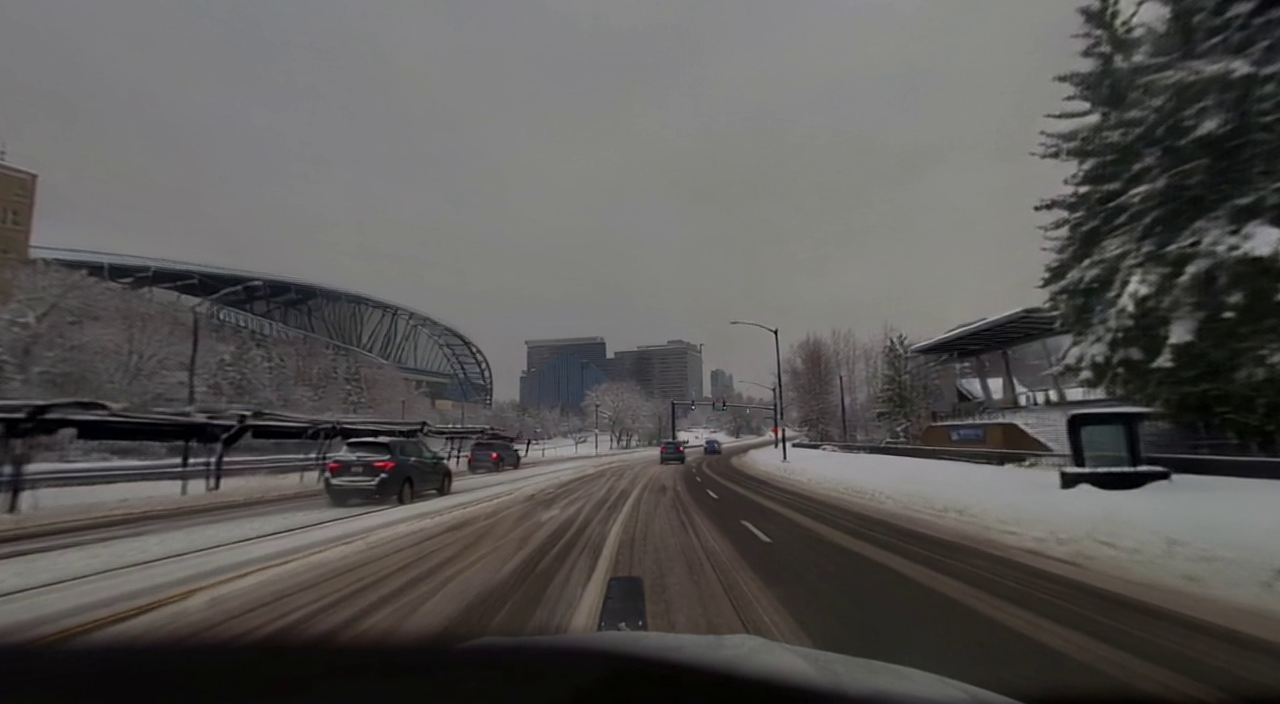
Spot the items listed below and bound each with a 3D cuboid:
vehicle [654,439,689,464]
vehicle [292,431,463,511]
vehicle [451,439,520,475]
[{"bbox_3d":[2.448,7.570,48.088,2.345,1.803,4.261,-1,-8,7],"label":"vehicle"},{"bbox_3d":[-6.400,2.947,16.117,2.181,1.728,4.515,-1,-8,3],"label":"vehicle"},{"bbox_3d":[-8.064,5.510,33.381,2.097,1.782,4.682,-1,-8,5],"label":"vehicle"}]
